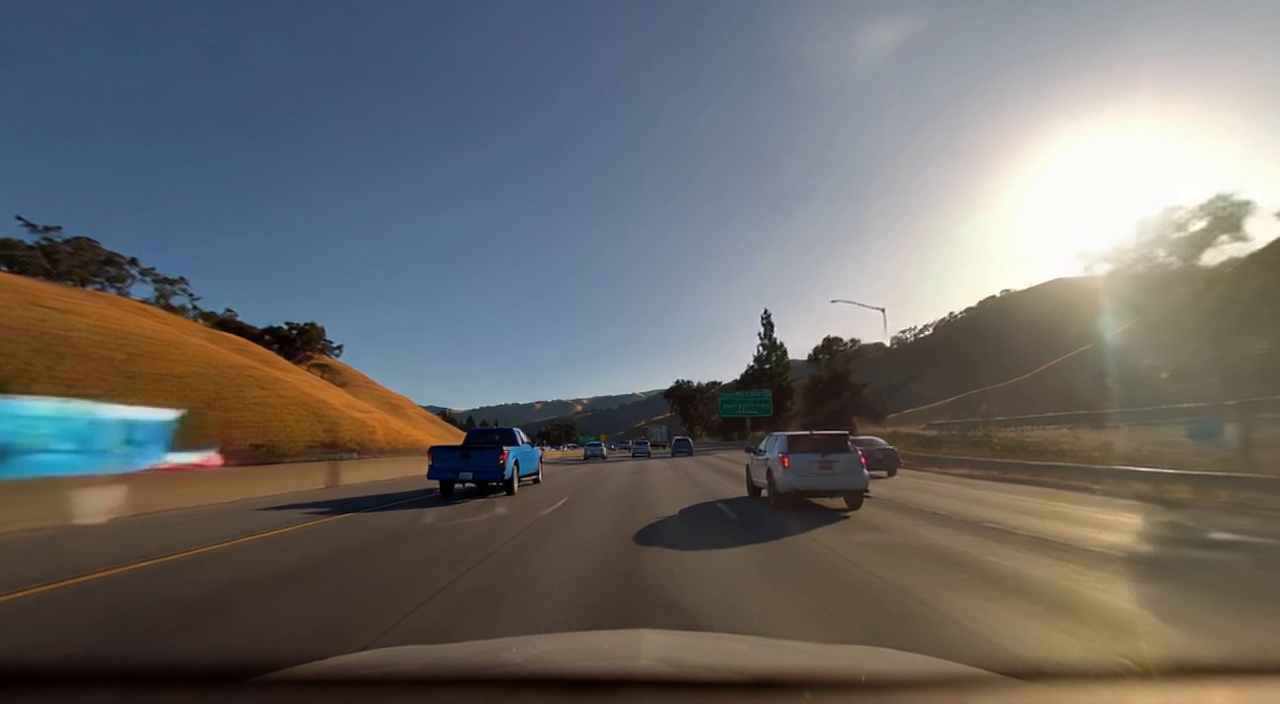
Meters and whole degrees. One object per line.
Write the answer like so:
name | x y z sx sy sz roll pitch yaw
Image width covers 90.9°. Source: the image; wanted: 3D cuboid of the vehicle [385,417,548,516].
vehicle | -3.689 2.551 14.646 2.227 1.853 5.161 -1 -8 1

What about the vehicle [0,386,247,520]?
vehicle | -13.618 2.236 14.094 2.839 2.511 10.655 0 -8 0

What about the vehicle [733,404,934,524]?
vehicle | 3.612 2.261 13.296 2.424 1.952 5.611 0 -8 0

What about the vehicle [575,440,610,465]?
vehicle | -3.486 7.492 47.223 2.235 1.785 4.386 -1 -8 1
